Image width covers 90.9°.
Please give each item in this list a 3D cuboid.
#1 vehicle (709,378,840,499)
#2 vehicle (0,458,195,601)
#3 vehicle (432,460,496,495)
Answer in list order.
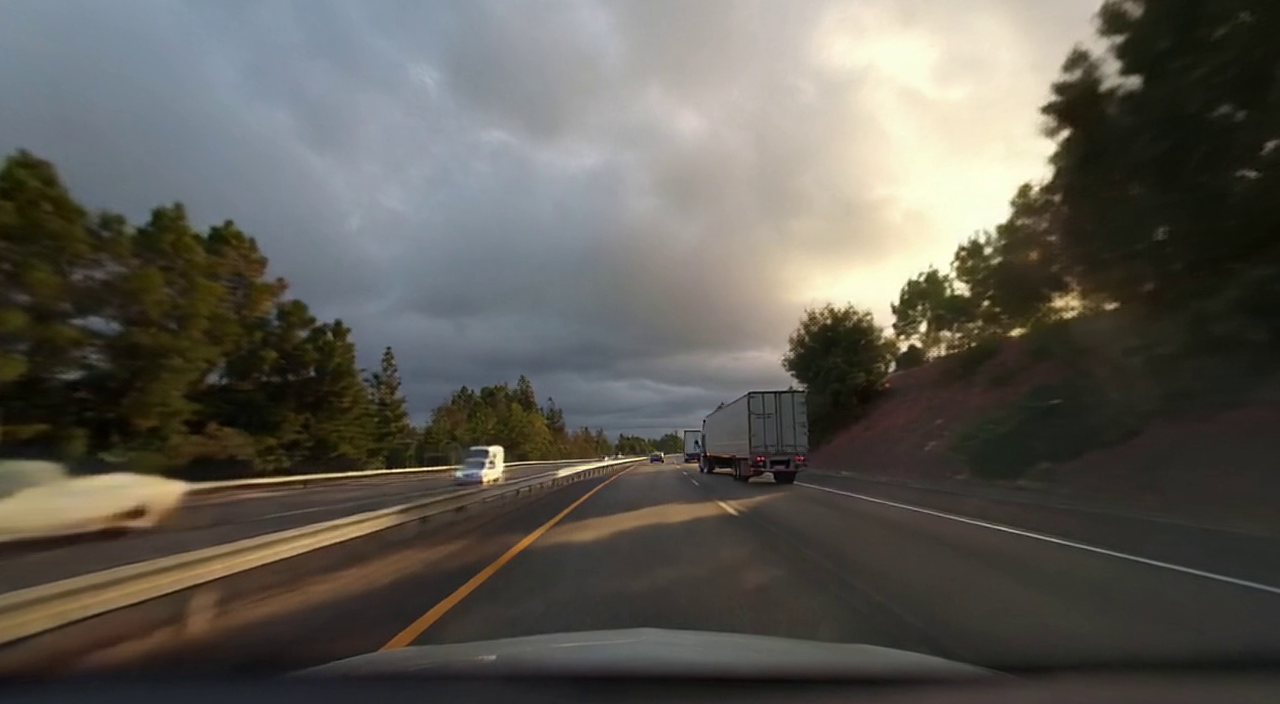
[{"bbox_3d":[4.626,3.460,24.619,2.866,3.558,11.674,0,-9,2],"label":"vehicle"},{"bbox_3d":[-8.646,2.320,8.687,2.086,1.633,3.917,0,-9,1],"label":"vehicle"},{"bbox_3d":[-8.565,6.110,31.032,1.923,1.516,4.159,0,-9,1],"label":"vehicle"}]
